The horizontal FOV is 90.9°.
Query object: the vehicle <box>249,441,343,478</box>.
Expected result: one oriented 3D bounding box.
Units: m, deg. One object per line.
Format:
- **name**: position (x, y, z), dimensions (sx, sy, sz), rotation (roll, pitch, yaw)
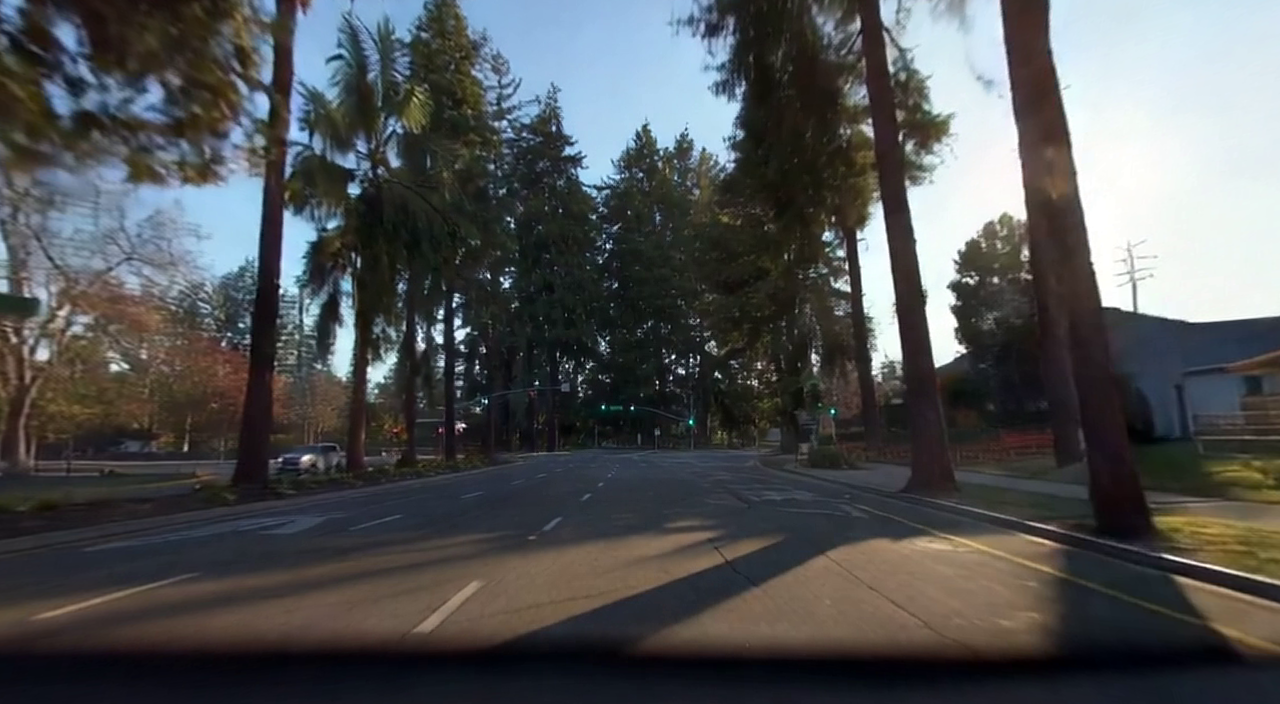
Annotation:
- **vehicle**: position (-17.045, 5.346, 31.529), dimensions (2.006, 1.694, 4.351), rotation (-1, -8, 4)
